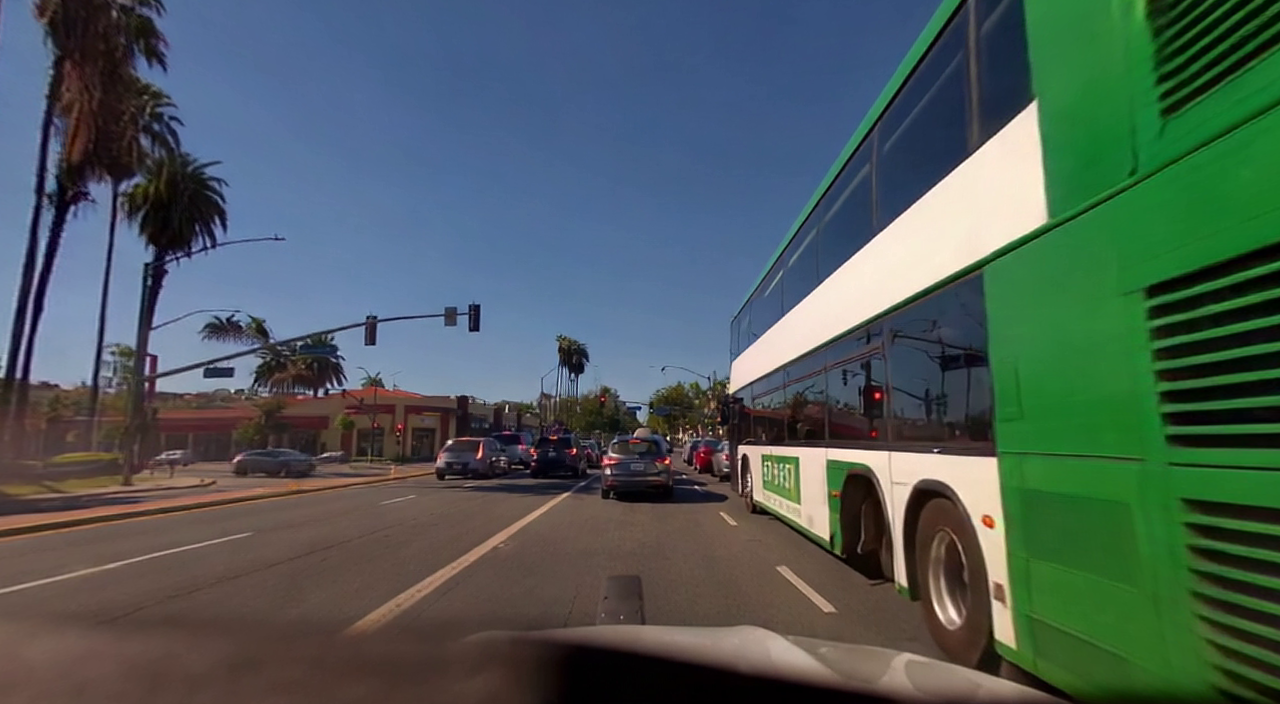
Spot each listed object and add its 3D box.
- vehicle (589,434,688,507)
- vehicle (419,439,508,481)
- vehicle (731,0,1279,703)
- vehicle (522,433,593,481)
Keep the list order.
[{"bbox_3d":[-0.021,2.762,15.111,2.060,1.499,3.831,0,-9,0],"label":"vehicle"},{"bbox_3d":[-6.799,4.209,24.907,1.927,1.480,4.832,-1,-9,2],"label":"vehicle"},{"bbox_3d":[3.579,0.395,7.820,2.970,4.015,13.606,0,-9,0],"label":"vehicle"},{"bbox_3d":[-3.146,4.110,25.004,2.020,1.721,4.366,-1,-9,2],"label":"vehicle"}]
